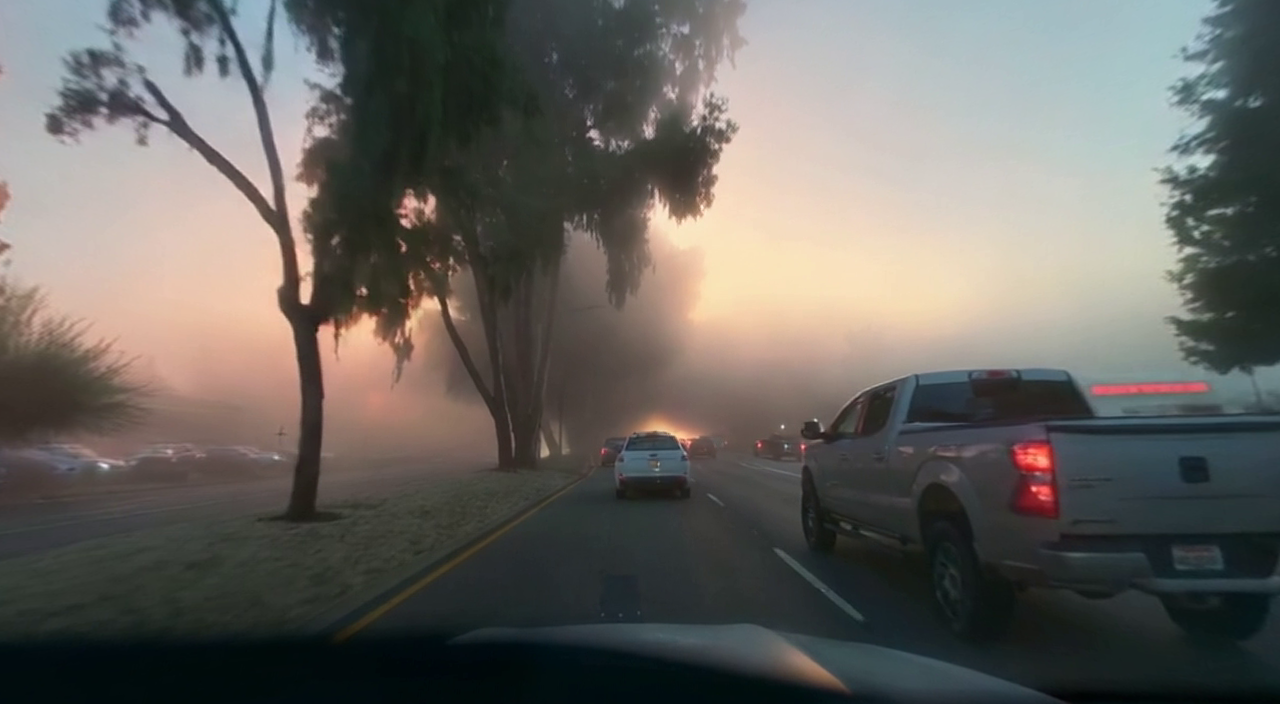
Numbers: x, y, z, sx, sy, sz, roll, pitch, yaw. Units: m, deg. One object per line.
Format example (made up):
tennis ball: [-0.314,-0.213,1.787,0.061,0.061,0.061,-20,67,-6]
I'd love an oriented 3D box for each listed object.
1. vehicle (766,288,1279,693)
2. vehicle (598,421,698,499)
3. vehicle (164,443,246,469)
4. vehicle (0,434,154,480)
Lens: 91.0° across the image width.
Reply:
vehicle: [3.306,1.134,6.341,2.731,2.101,6.047,0,-8,-1]
vehicle: [0.159,2.619,15.592,2.145,1.650,4.021,0,-8,0]
vehicle: [-28.119,6.754,40.765,3.894,1.527,1.872,-1,-10,-1]
vehicle: [-32.204,5.975,35.994,2.664,2.215,7.903,-3,-9,-1]
